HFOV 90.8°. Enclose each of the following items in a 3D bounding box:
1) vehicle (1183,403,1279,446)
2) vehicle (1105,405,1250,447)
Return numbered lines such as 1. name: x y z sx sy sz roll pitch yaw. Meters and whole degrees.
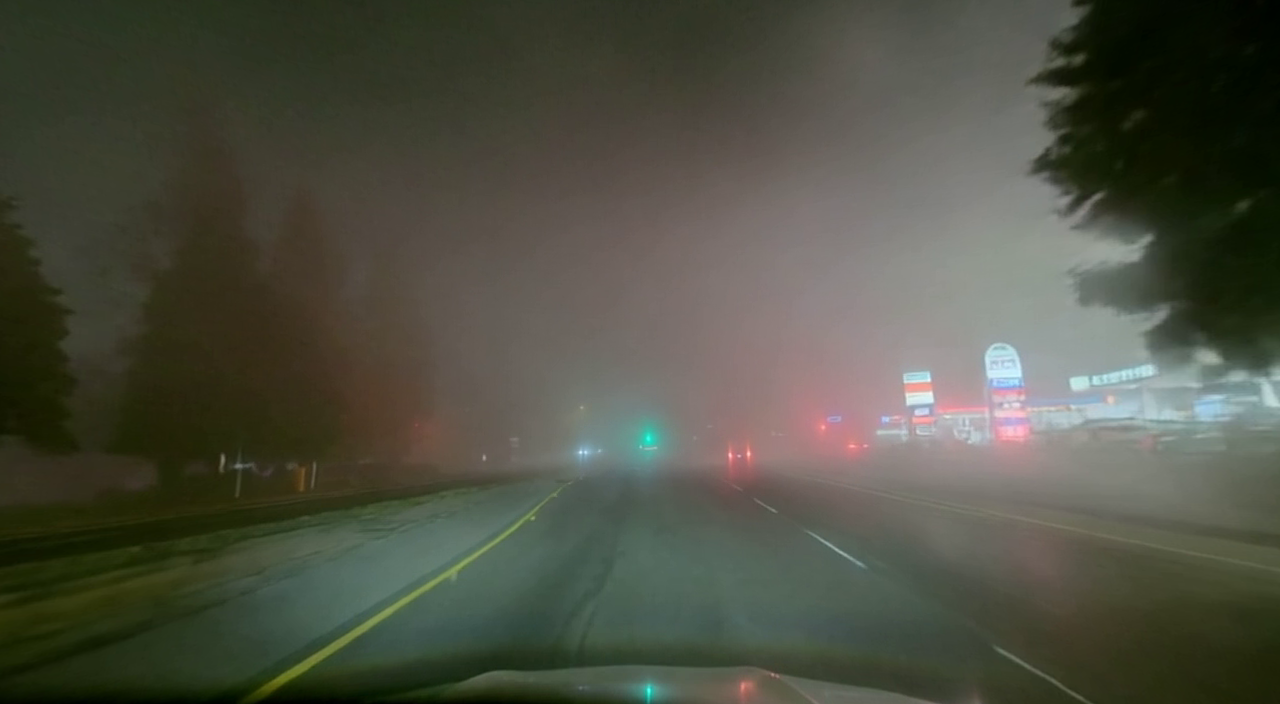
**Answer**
1. vehicle: 23.576 2.783 24.104 3.778 1.546 1.949 -1 -9 1
2. vehicle: 23.130 3.232 27.342 4.326 1.695 1.975 -1 -9 3
